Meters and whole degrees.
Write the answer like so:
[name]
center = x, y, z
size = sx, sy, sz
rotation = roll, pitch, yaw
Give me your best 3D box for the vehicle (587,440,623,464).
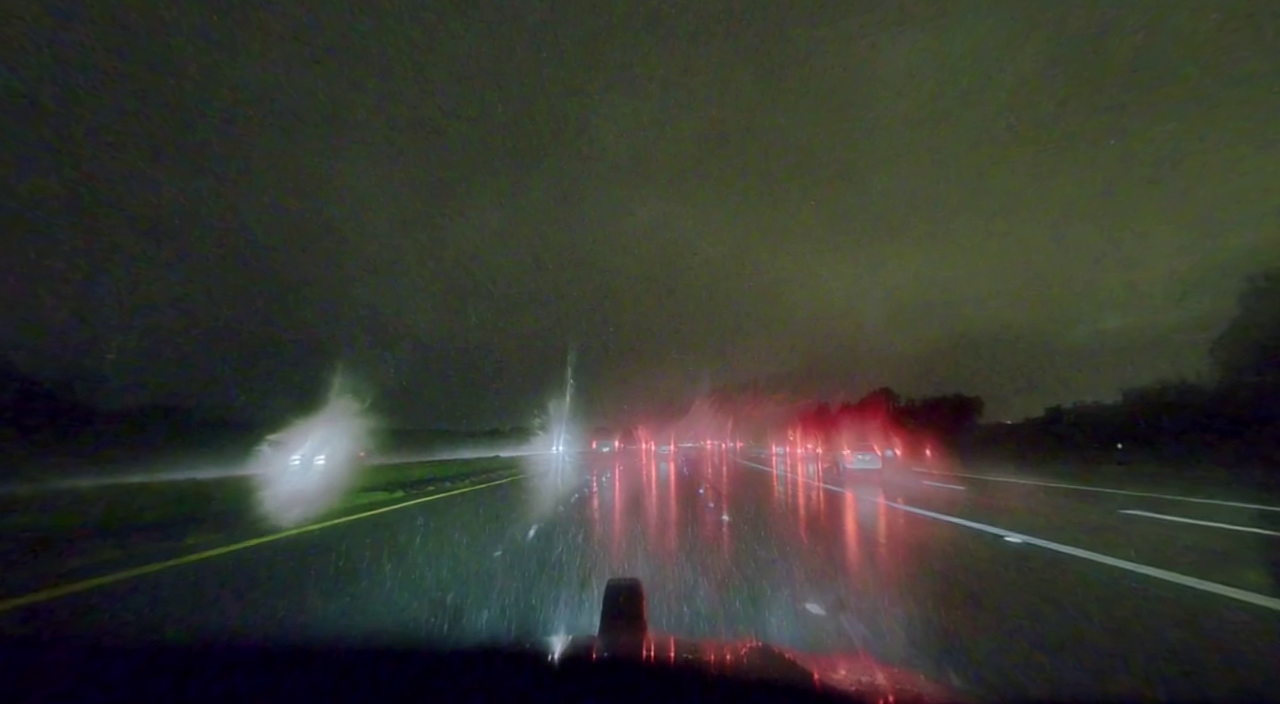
[vehicle]
center = -2.448, 7.109, 44.925
size = 2.040, 1.553, 4.199
rotation = -1, -8, 4
